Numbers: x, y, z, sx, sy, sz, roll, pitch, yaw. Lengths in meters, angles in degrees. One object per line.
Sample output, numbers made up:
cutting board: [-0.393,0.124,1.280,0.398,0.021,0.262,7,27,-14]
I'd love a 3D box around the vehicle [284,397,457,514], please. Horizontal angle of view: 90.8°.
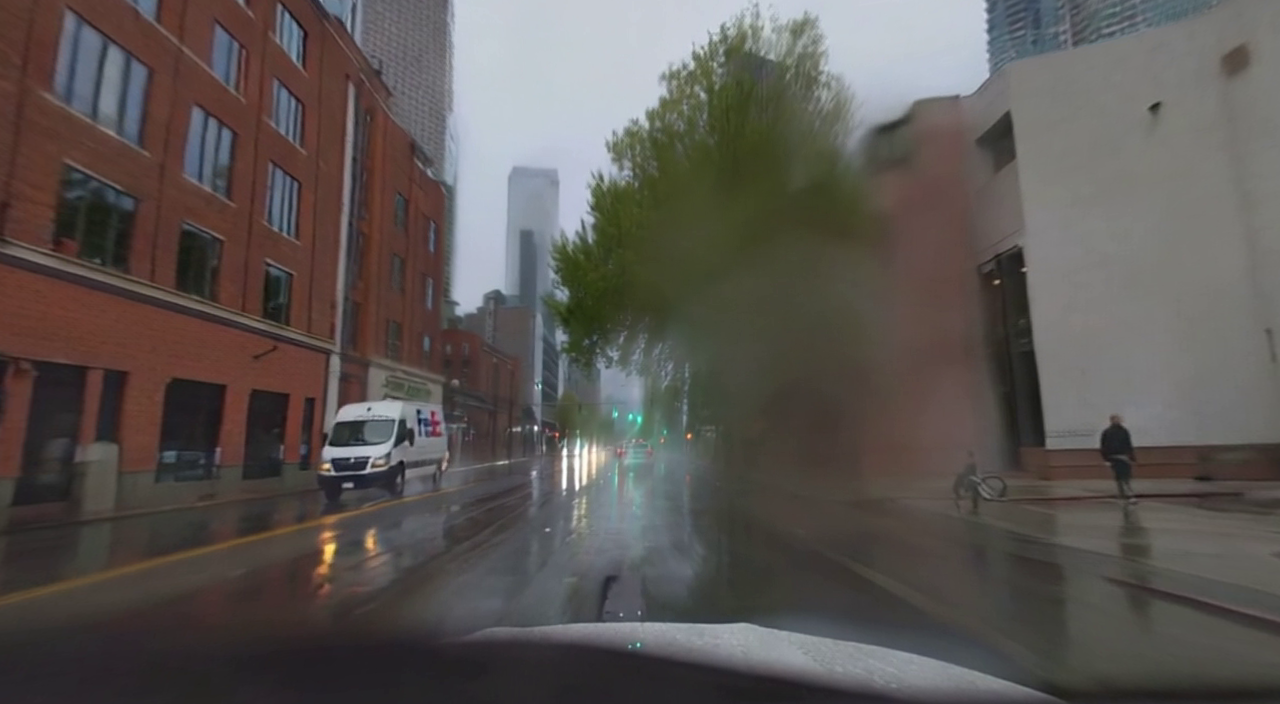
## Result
vehicle: [-7.015,2.772,17.377,2.418,2.620,5.522,-1,-8,-2]

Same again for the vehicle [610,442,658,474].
vehicle: [-0.411,5.568,33.466,2.356,1.572,4.810,0,-9,-3]
